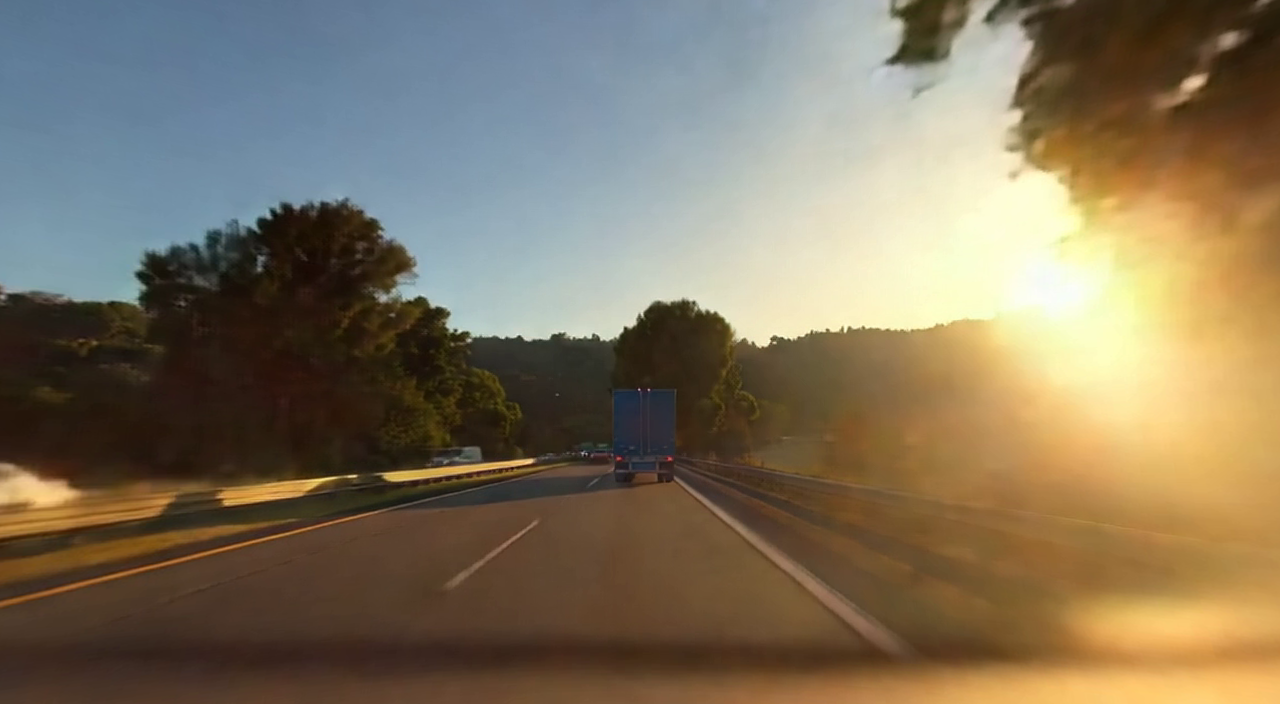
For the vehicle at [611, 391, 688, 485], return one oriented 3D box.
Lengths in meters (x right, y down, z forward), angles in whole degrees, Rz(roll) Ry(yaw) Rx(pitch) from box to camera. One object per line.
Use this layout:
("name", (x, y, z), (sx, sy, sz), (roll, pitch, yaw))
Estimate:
("vehicle", (0.236, 3.903, 28.155), (2.913, 3.530, 8.648), (0, -9, -2))
